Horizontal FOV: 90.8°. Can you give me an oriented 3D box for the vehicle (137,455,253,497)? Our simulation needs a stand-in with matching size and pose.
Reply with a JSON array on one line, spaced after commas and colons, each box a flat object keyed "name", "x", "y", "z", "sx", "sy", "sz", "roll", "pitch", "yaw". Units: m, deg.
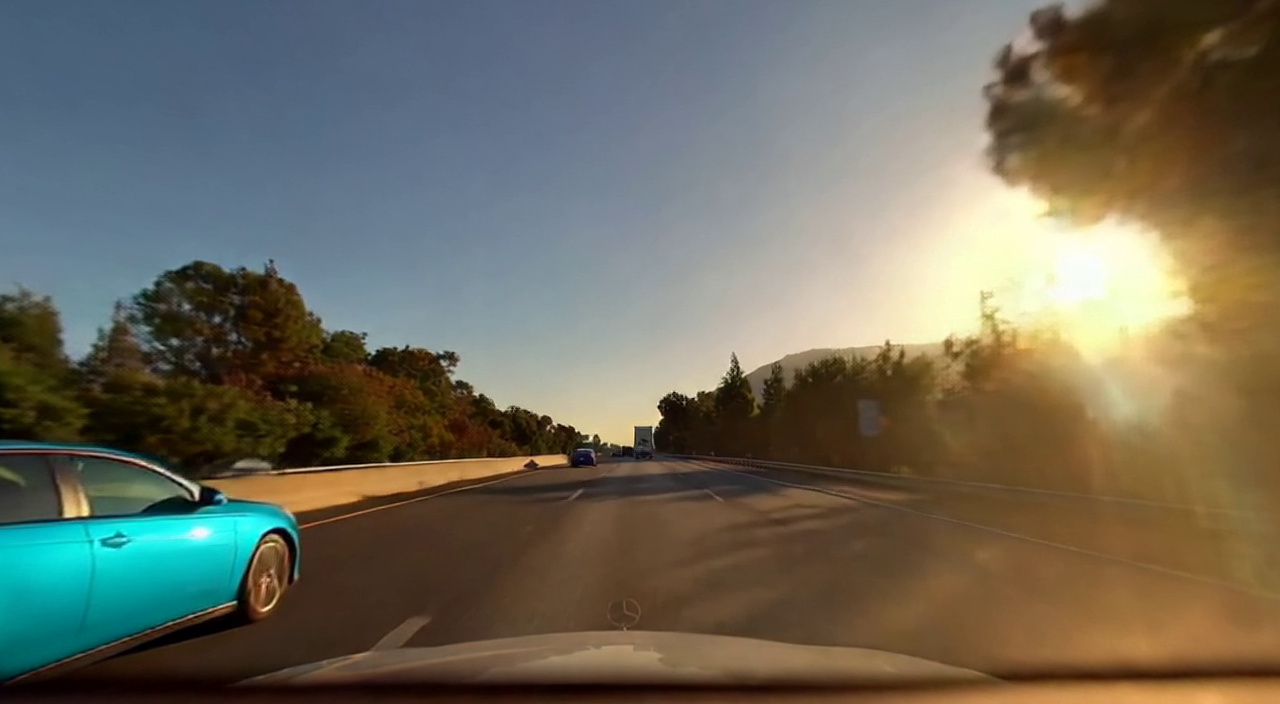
[{"name": "vehicle", "x": -16.811, "y": 4.659, "z": 24.072, "sx": 1.741, "sy": 1.423, "sz": 3.652, "roll": 0, "pitch": -9, "yaw": 0}]

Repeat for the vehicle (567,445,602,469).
[{"name": "vehicle", "x": -3.679, "y": 7.014, "z": 42.310, "sx": 2.018, "sy": 1.548, "sz": 3.849, "roll": 0, "pitch": -9, "yaw": -1}]
